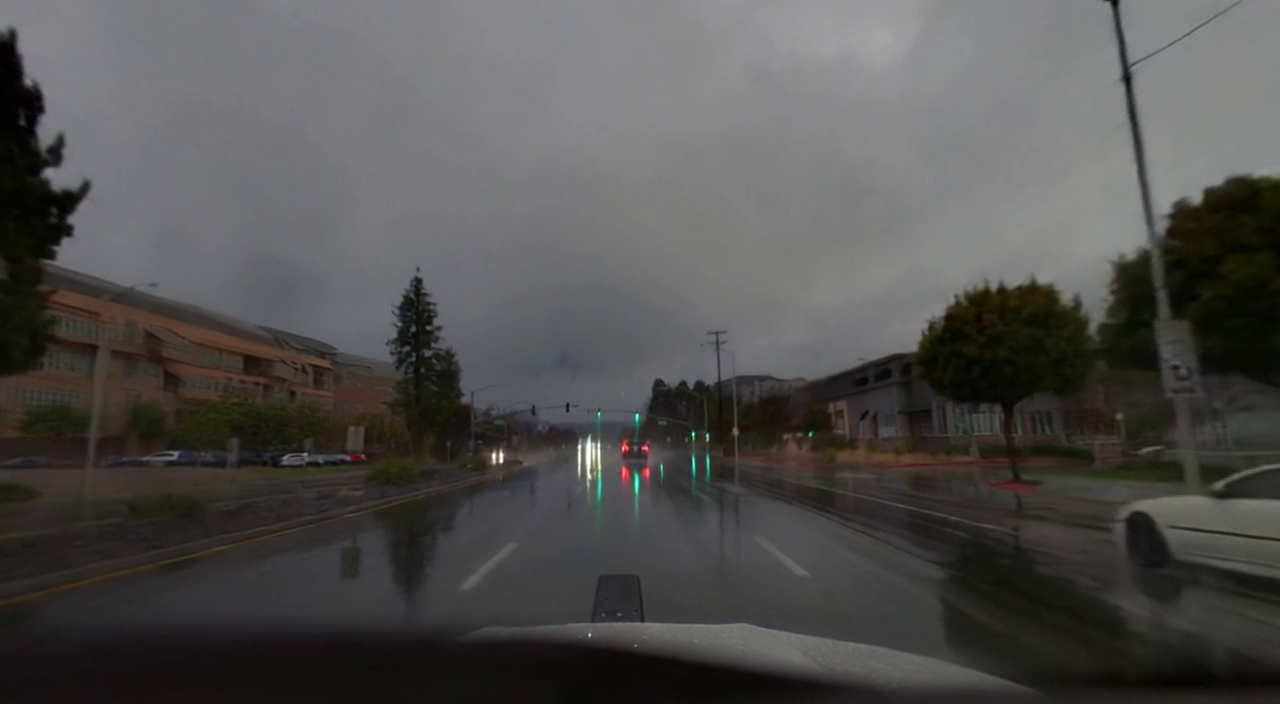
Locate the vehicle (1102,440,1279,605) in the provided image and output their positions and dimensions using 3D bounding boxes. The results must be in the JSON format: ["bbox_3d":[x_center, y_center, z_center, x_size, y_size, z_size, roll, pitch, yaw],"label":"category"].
[{"bbox_3d":[6.725,1.501,5.483,1.959,1.466,4.528,0,-9,-1],"label":"vehicle"}]

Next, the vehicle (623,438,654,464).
[{"bbox_3d":[-0.157,7.260,46.218,2.188,1.782,3.982,0,-9,-1],"label":"vehicle"}]
